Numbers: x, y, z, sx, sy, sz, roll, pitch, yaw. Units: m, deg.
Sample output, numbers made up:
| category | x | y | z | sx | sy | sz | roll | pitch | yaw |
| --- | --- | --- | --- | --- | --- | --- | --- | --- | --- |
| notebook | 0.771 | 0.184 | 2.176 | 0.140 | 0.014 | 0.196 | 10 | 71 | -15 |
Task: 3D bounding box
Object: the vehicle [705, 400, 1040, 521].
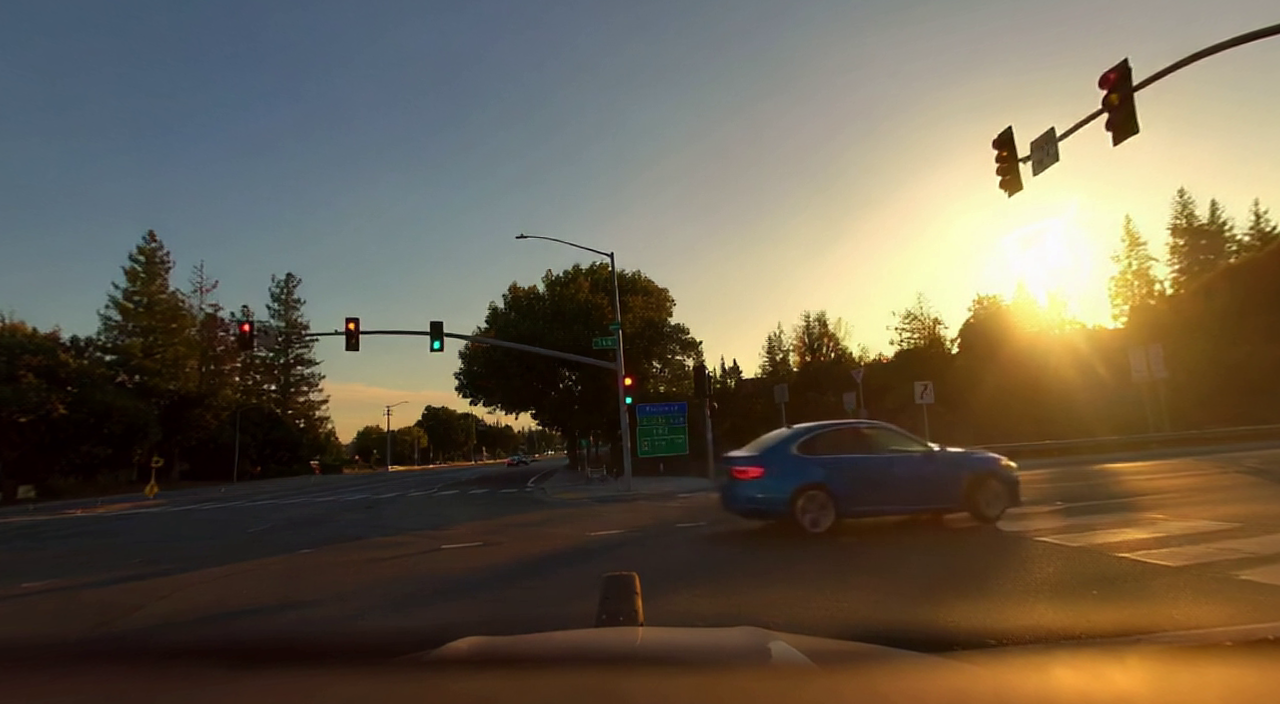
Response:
| category | x | y | z | sx | sy | sz | roll | pitch | yaw |
| --- | --- | --- | --- | --- | --- | --- | --- | --- | --- |
| vehicle | 3.736 | 1.817 | 10.863 | 4.881 | 1.807 | 2.135 | 1 | -8 | -5 |
